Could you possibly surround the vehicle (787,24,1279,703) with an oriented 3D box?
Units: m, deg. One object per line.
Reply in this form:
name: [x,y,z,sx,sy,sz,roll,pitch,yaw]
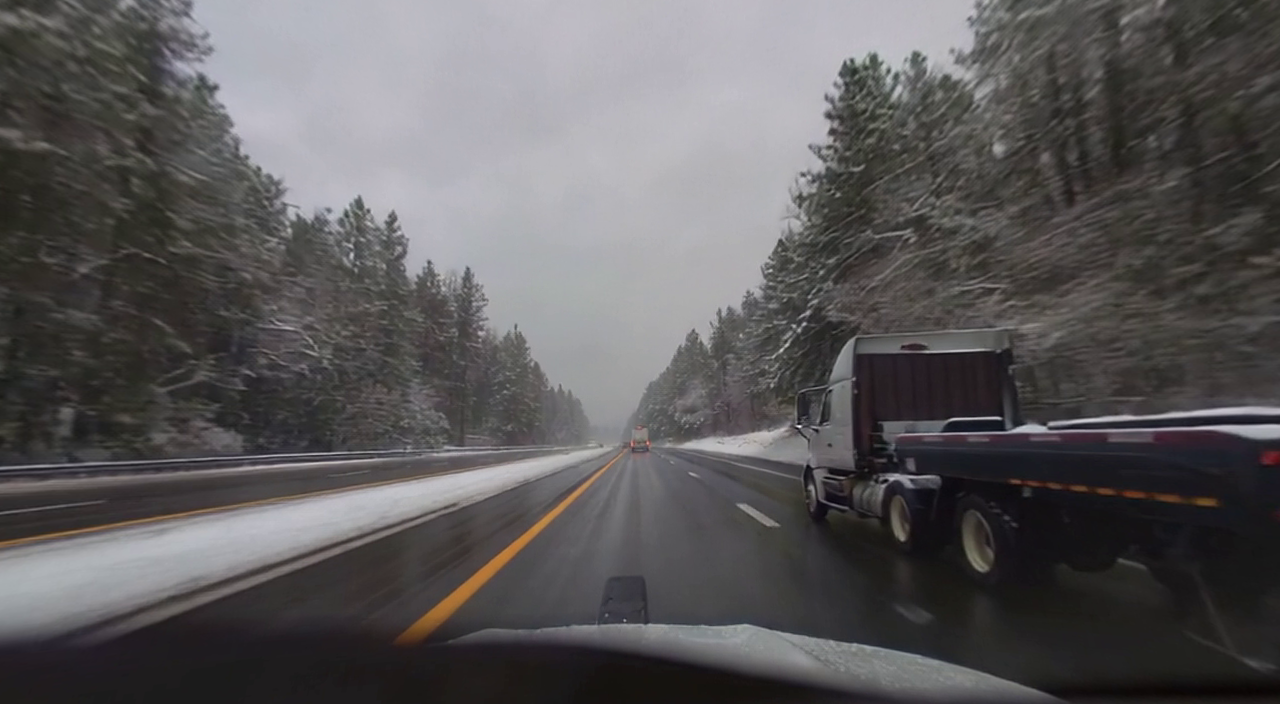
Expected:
vehicle: [4.335,0.694,7.423,3.013,3.462,8.956,0,-9,0]
